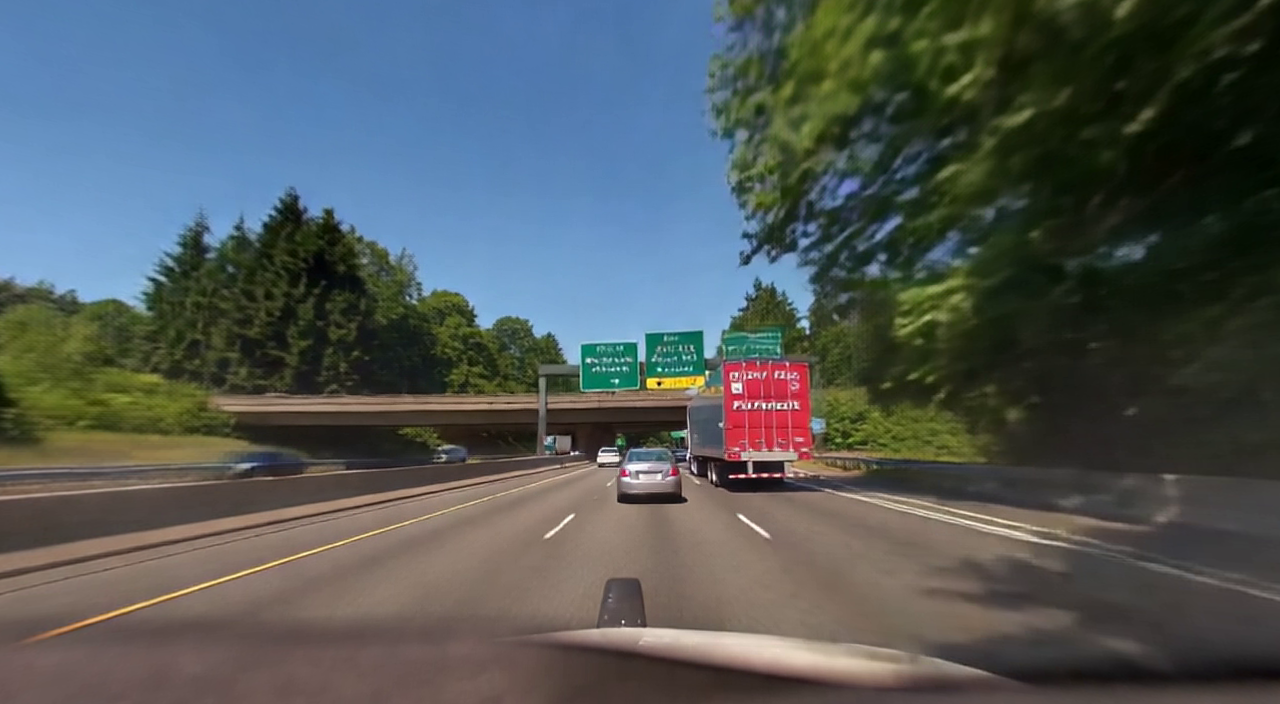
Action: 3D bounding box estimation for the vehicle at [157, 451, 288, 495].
[{"bbox_3d":[-15.391,4.447,23.574,1.769,1.450,4.404,0,-9,2],"label":"vehicle"}]

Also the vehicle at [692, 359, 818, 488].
[{"bbox_3d":[4.128,3.289,26.498,2.960,4.018,13.834,0,-9,1],"label":"vehicle"}]

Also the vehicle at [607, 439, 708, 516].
[{"bbox_3d":[0.349,2.921,15.179,2.039,1.532,4.610,0,-9,0],"label":"vehicle"}]
